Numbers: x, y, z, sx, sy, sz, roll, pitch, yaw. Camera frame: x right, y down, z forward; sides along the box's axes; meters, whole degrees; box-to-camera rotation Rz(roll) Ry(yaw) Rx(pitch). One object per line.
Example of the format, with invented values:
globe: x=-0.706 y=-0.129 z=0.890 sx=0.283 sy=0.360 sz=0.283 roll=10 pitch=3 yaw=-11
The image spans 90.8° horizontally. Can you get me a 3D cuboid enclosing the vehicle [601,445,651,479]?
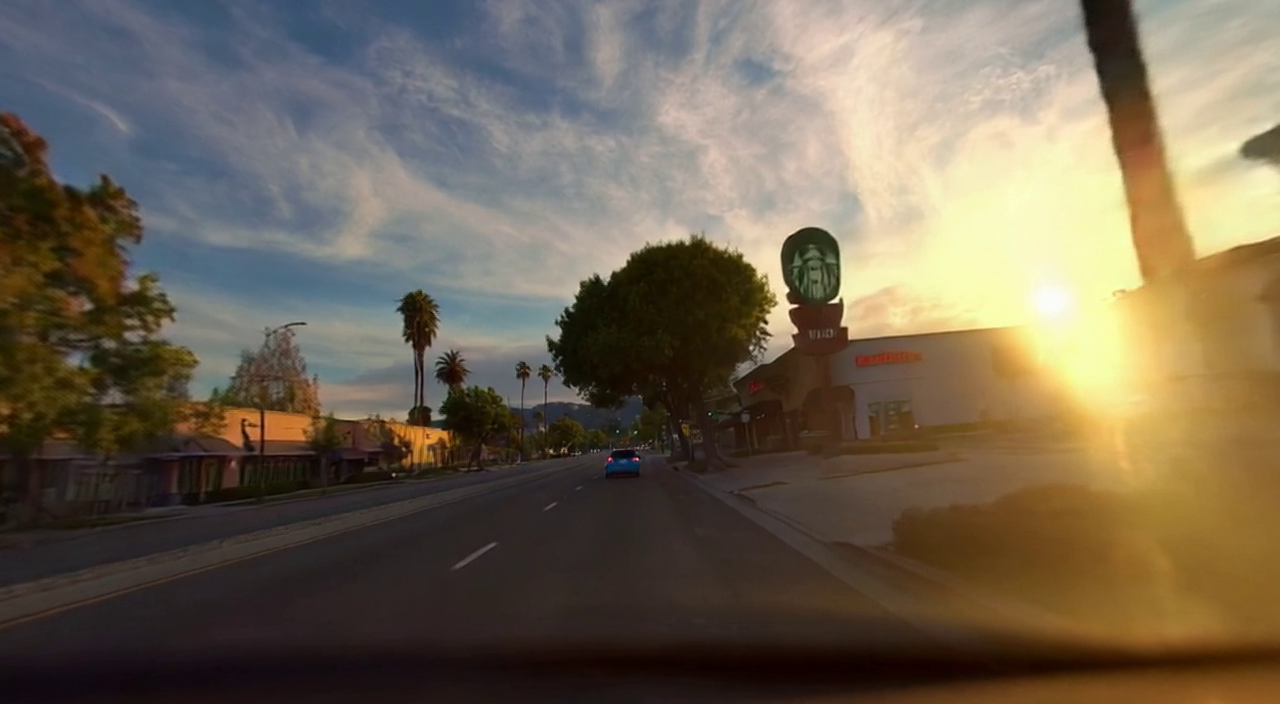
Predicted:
vehicle: x=-0.623 y=5.136 z=29.779 sx=2.156 sy=1.462 sz=4.495 roll=0 pitch=-8 yaw=0
